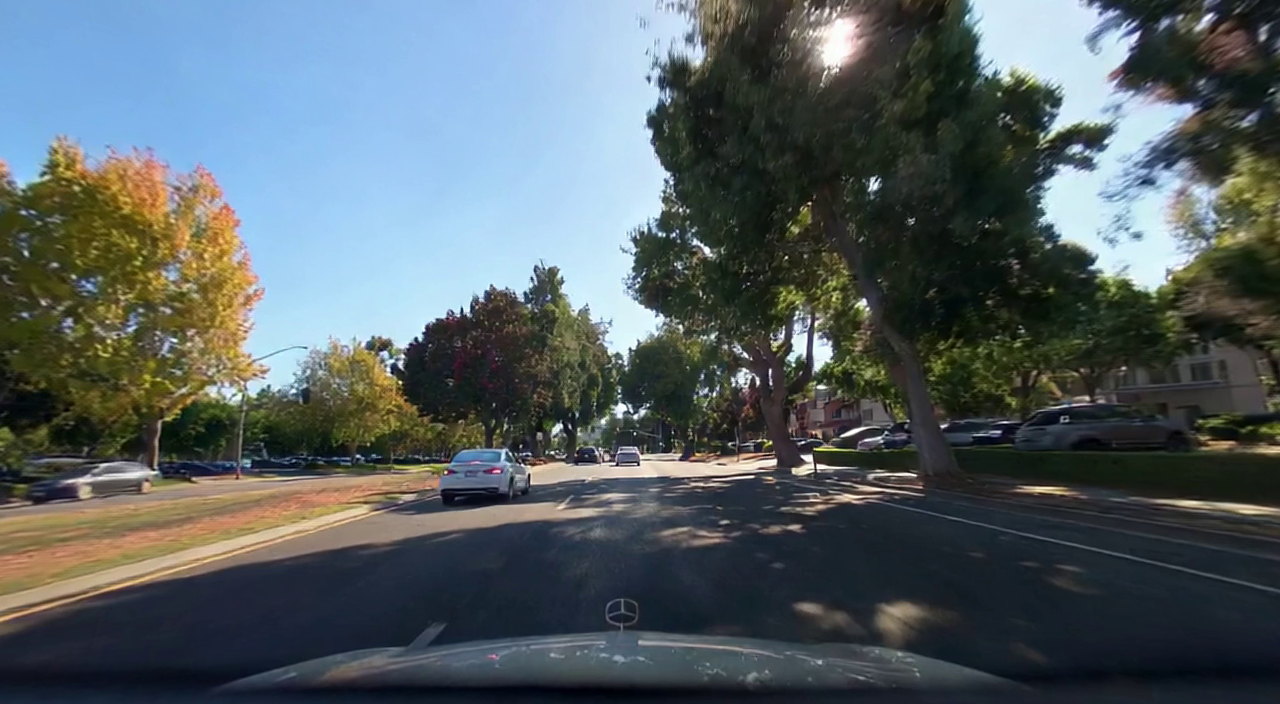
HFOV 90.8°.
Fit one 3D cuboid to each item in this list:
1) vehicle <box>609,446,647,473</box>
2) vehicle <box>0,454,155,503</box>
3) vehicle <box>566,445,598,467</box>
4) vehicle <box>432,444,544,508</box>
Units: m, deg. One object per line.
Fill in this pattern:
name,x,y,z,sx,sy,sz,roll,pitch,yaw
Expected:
vehicle,-0.702,6.097,36.117,1.991,1.431,4.199,0,-9,-2
vehicle,-23.912,5.267,26.879,2.116,1.786,5.673,0,-9,-1
vehicle,-4.353,7.858,48.049,2.103,1.592,4.160,0,-9,-1
vehicle,-3.768,3.142,16.508,1.905,1.418,4.396,0,-9,-1
